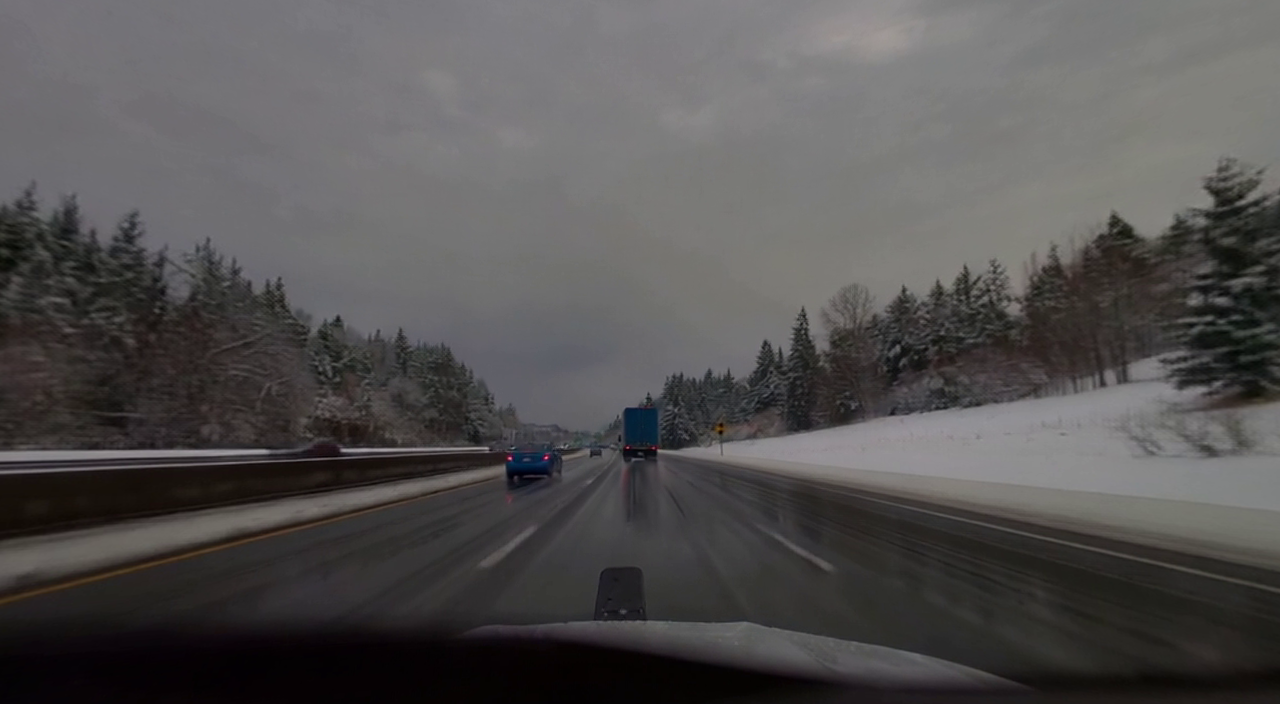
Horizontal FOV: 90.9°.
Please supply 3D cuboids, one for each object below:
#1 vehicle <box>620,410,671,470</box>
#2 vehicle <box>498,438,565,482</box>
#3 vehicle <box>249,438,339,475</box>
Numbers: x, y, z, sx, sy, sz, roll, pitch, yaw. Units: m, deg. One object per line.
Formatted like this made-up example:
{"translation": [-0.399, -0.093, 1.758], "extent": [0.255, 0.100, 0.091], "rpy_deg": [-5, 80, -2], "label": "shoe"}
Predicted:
{"translation": [0.181, 6.010, 42.577], "extent": [2.893, 3.628, 9.081], "rpy_deg": [0, -9, -3], "label": "vehicle"}
{"translation": [-4.279, 4.335, 25.500], "extent": [1.977, 1.602, 3.944], "rpy_deg": [0, -9, 0], "label": "vehicle"}
{"translation": [-16.465, 4.997, 30.288], "extent": [1.858, 1.656, 4.276], "rpy_deg": [0, -9, 0], "label": "vehicle"}
